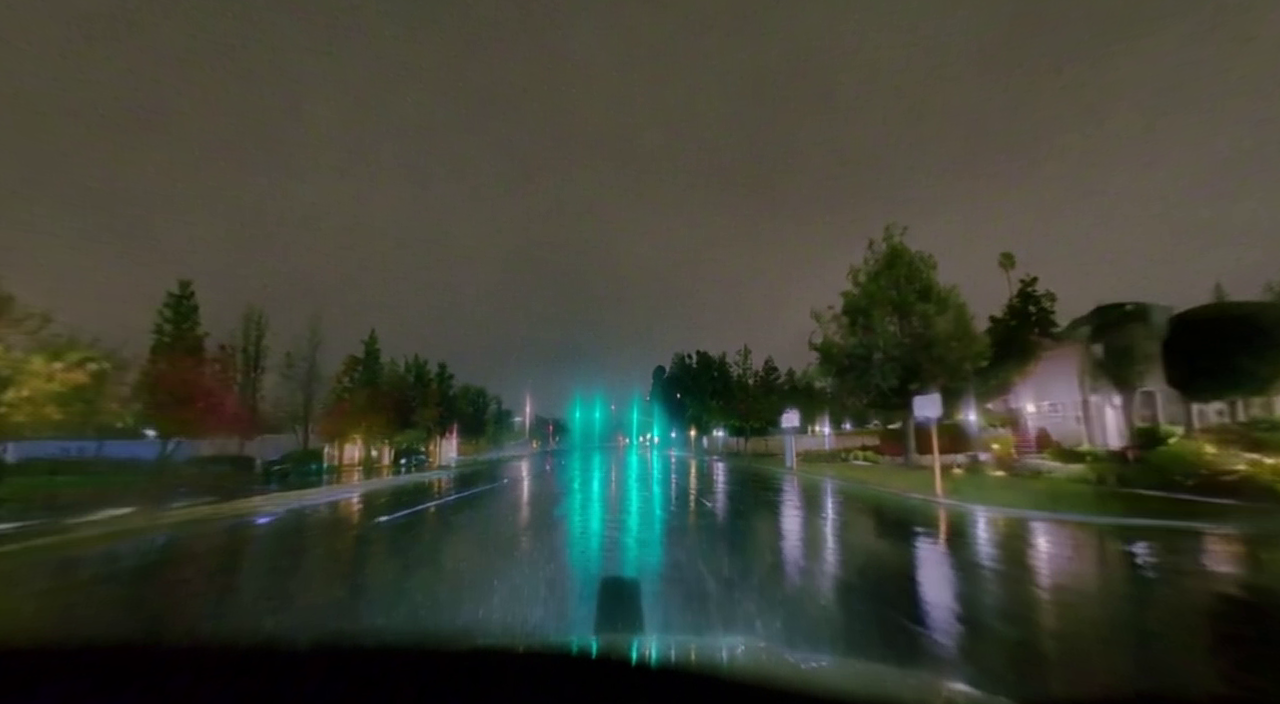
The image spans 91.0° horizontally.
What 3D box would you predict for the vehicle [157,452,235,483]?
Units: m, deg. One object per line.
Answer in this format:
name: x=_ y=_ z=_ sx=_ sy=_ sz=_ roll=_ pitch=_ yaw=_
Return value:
vehicle: x=-29.864 y=7.746 z=42.519 sx=2.019 sy=1.696 sz=4.735 roll=-5 pitch=-8 yaw=-3
